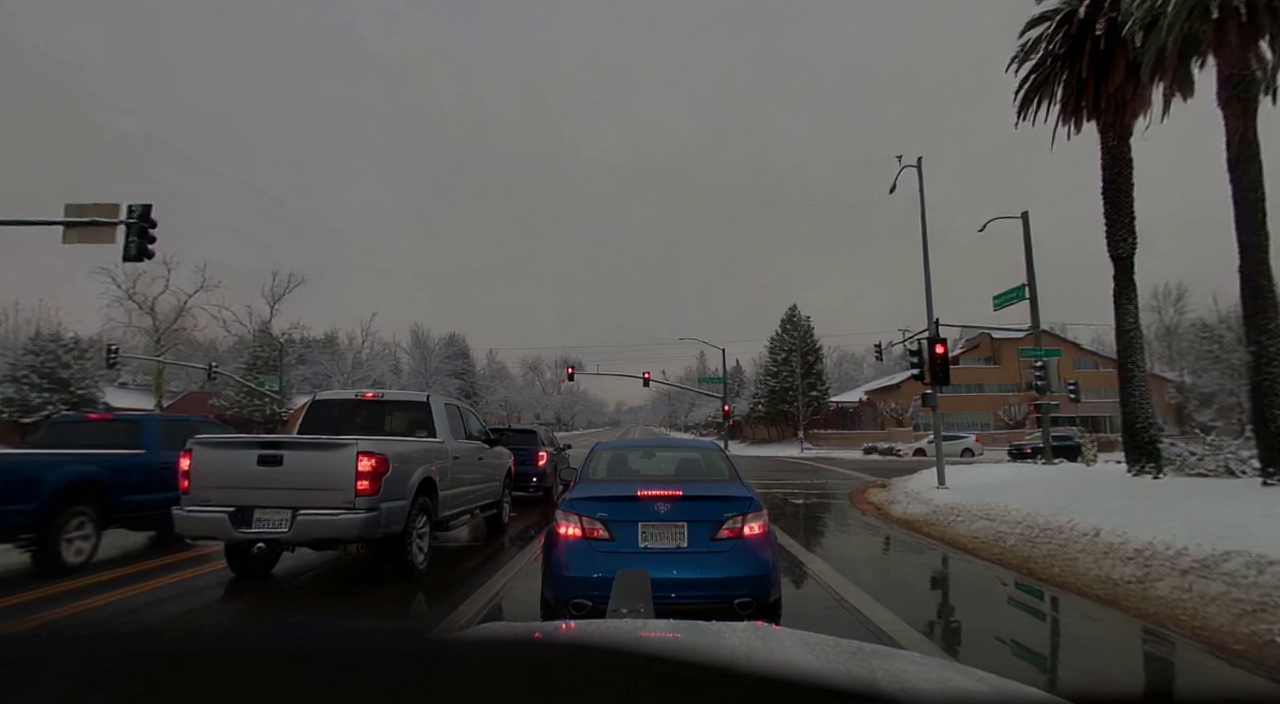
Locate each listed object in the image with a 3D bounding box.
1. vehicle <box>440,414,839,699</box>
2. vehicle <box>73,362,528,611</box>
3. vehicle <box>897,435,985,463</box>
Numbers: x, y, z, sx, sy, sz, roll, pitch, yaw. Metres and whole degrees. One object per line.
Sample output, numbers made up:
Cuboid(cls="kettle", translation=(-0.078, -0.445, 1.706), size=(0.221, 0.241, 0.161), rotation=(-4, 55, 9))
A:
Cuboid(cls="vehicle", translation=(0.025, 1.399, 5.497), size=(2.122, 1.501, 4.152), rotation=(0, -8, 1))
Cuboid(cls="vehicle", translation=(-3.241, 1.479, 7.901), size=(2.330, 1.969, 5.626), rotation=(-1, -8, 3))
Cuboid(cls="vehicle", translation=(18.787, 6.070, 39.295), size=(4.466, 1.717, 1.963), rotation=(0, -8, 2))
